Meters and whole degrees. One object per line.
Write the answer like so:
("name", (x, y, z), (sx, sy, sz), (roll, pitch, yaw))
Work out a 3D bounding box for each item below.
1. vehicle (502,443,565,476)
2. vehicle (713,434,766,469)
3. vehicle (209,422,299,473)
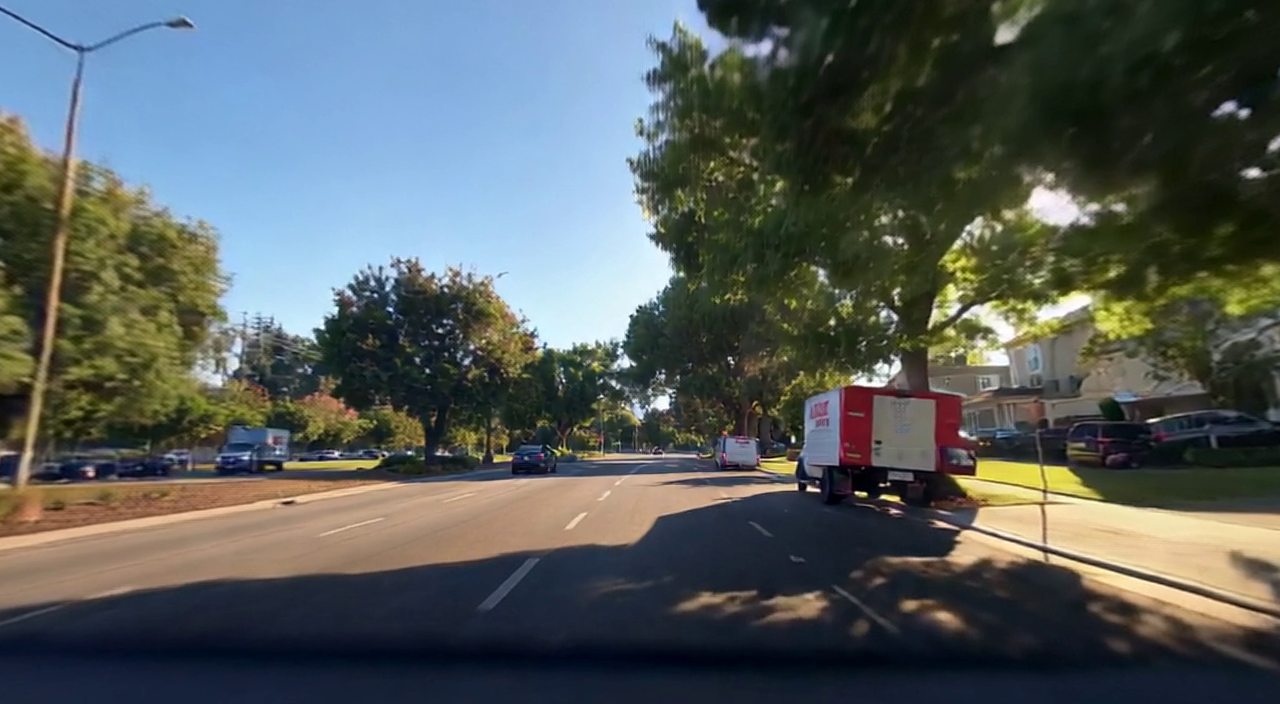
("vehicle", (-5.105, 5.241, 30.968), (2.060, 1.473, 4.645), (0, -8, 3))
("vehicle", (6.184, 6.284, 40.138), (2.695, 2.013, 6.661), (0, -8, 4))
("vehicle", (-22.547, 5.624, 37.206), (2.421, 2.746, 5.968), (2, -8, -11))
